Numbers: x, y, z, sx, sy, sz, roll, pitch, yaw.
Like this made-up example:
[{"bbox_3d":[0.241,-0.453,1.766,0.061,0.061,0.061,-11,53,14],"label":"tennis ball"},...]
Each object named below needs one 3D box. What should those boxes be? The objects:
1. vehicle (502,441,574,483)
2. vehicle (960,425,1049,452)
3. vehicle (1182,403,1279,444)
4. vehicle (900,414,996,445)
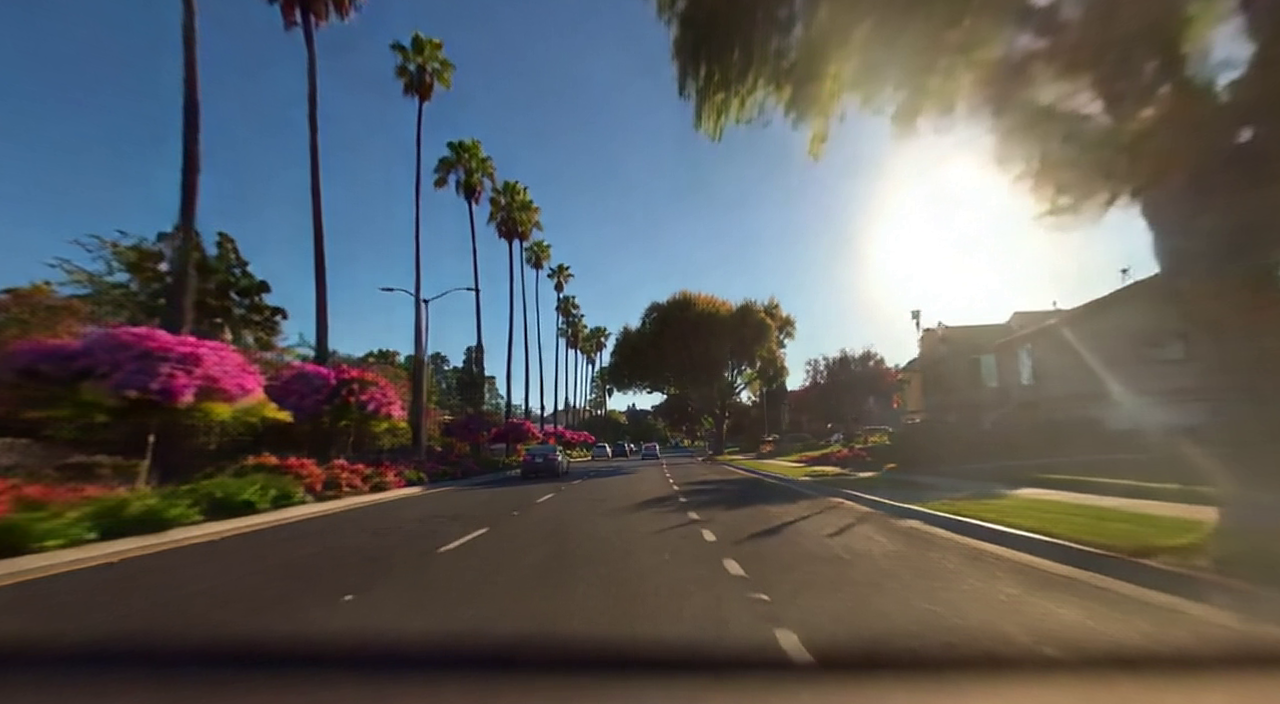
[{"bbox_3d":[-3.910,4.307,24.845,2.036,1.478,4.508,0,-9,1],"label":"vehicle"},{"bbox_3d":[21.669,5.144,37.470,4.168,1.489,1.768,0,-7,5],"label":"vehicle"},{"bbox_3d":[24.693,2.879,25.205,3.956,1.565,1.886,-1,-8,4],"label":"vehicle"},{"bbox_3d":[21.416,5.445,43.840,5.458,2.044,2.299,0,-9,-2],"label":"vehicle"}]
